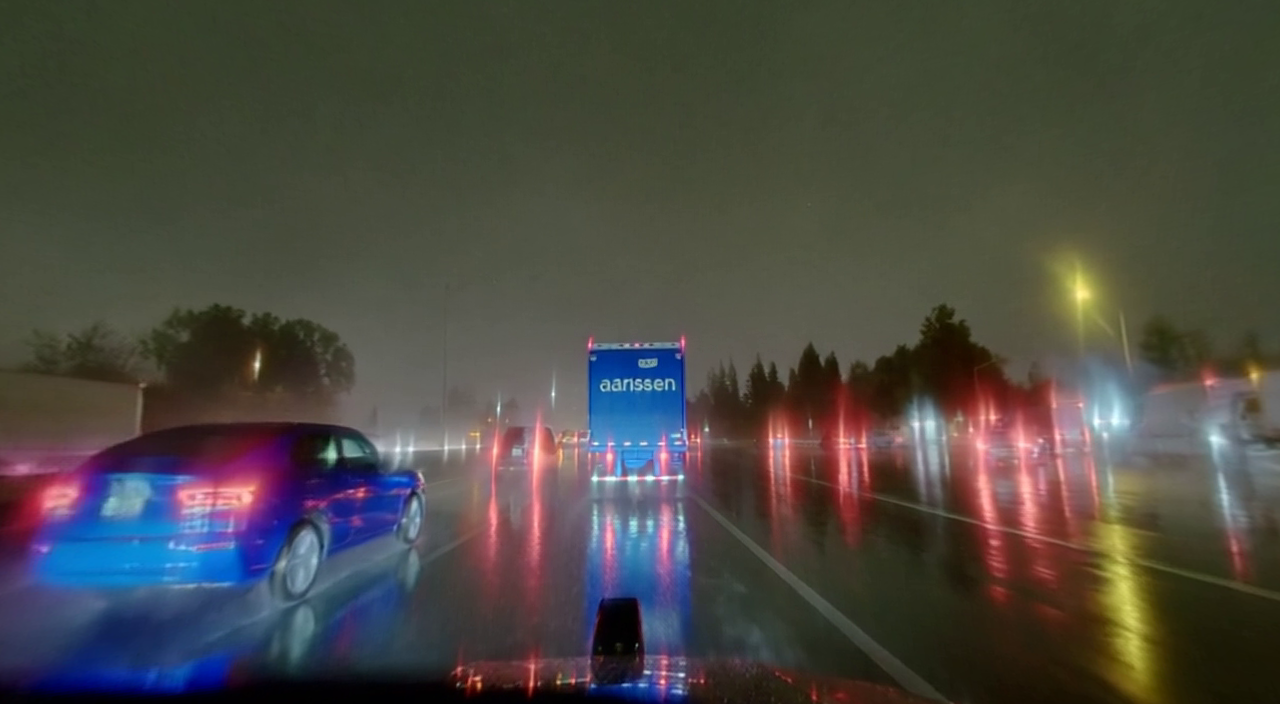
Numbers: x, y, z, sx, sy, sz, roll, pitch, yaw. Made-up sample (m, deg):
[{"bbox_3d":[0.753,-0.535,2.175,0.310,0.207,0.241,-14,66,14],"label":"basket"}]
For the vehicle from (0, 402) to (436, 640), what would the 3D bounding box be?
[{"bbox_3d":[-3.741,1.377,6.261,1.964,1.507,4.361,0,-8,0],"label":"vehicle"}]

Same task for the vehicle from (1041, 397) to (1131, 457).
[{"bbox_3d":[19.599,3.330,27.779,1.658,2.523,2.851,0,-8,-1],"label":"vehicle"}]

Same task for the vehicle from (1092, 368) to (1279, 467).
[{"bbox_3d":[19.381,2.386,22.160,2.443,3.006,5.844,0,-8,0],"label":"vehicle"}]

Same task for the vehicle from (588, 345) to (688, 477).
[{"bbox_3d":[-0.105,2.615,25.625,3.171,4.204,11.036,0,-8,0],"label":"vehicle"}]

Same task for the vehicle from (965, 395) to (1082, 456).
[{"bbox_3d":[18.955,3.737,31.516,2.432,2.753,5.388,0,-8,1],"label":"vehicle"}]

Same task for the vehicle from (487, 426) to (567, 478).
[{"bbox_3d":[-3.704,3.351,21.393,1.946,1.599,4.073,0,-8,0],"label":"vehicle"}]
